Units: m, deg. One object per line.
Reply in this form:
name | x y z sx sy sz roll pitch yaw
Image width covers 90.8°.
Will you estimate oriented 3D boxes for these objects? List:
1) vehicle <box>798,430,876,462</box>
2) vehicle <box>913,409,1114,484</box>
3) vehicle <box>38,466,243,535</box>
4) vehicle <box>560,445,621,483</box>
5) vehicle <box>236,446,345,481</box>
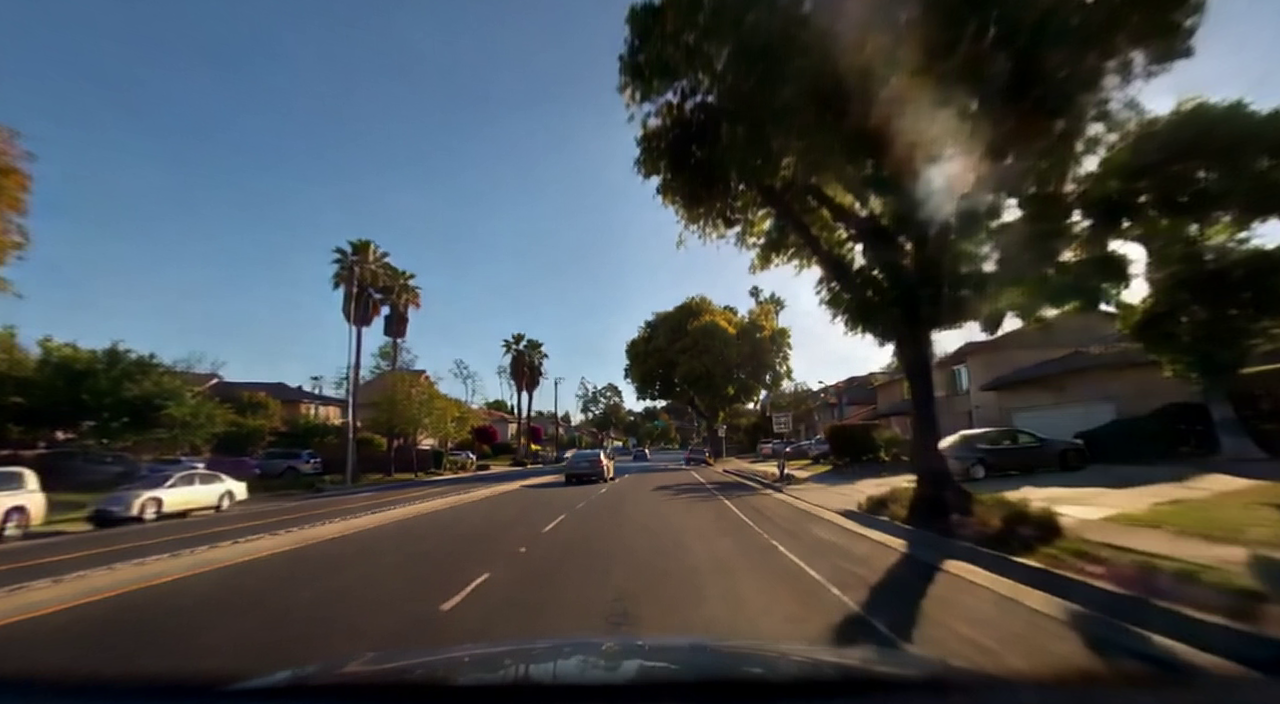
vehicle | 12.368 5.922 39.709 4.531 1.864 2.037 5 -10 -29
vehicle | 10.959 2.843 18.871 4.549 1.672 2.008 -6 -10 2
vehicle | -13.535 4.009 17.591 1.995 1.482 4.448 -4 -10 2
vehicle | -2.017 4.715 26.884 2.035 1.474 4.284 0 -9 3
vehicle | -20.188 6.468 36.713 4.942 1.932 2.247 0 -9 -2
